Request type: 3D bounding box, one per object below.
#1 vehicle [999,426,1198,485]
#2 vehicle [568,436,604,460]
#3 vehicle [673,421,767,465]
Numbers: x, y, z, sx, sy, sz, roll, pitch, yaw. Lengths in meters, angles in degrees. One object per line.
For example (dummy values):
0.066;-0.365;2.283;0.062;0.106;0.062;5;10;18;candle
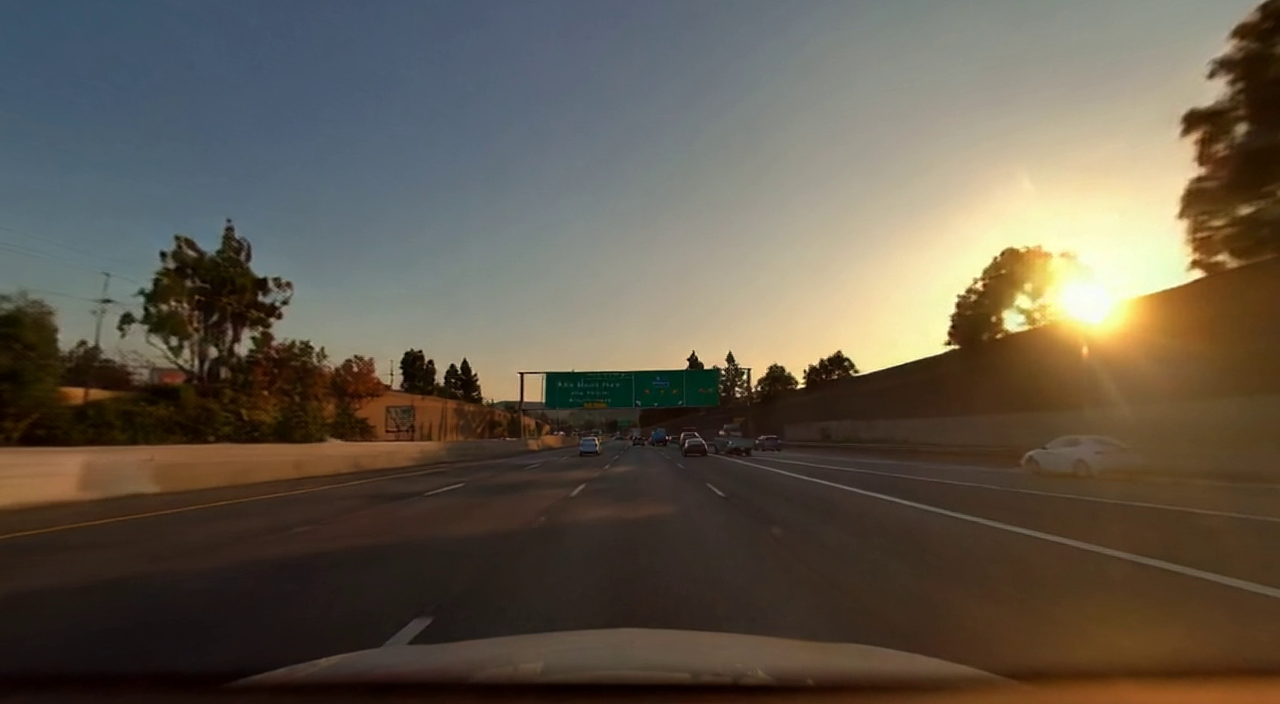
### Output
16.146;3.679;22.740;2.261;1.824;5.678;2;-9;-10;vehicle
-3.553;6.459;42.239;2.066;1.500;4.415;0;-8;0;vehicle
4.009;5.153;35.522;3.042;2.004;14.051;0;-8;-2;vehicle
